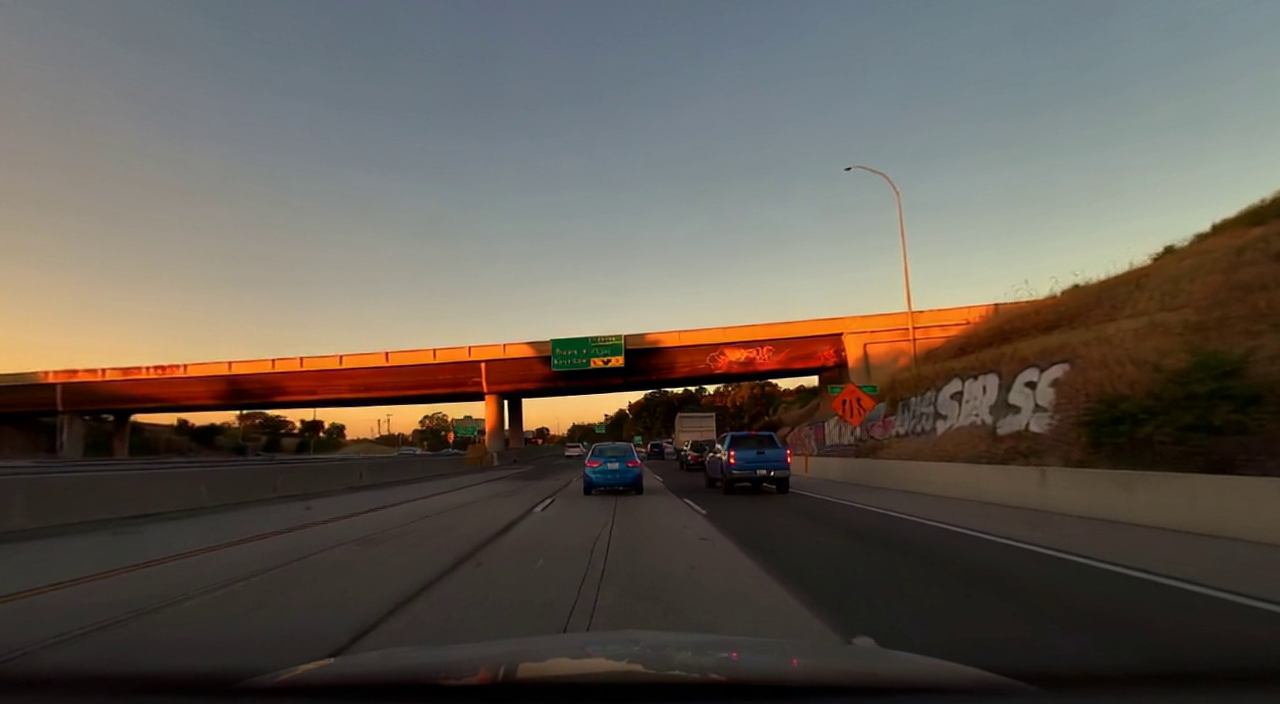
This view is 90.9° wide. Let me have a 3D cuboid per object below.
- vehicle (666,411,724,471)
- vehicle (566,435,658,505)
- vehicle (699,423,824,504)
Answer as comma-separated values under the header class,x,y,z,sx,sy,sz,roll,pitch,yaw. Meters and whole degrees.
class,x,y,z,sx,sy,sz,roll,pitch,yaw
vehicle,3.320,5.681,40.119,2.873,3.408,7.323,0,-8,-1
vehicle,-0.701,3.120,17.104,2.193,1.651,3.946,0,-8,-1
vehicle,3.196,3.117,18.152,2.311,1.922,5.977,0,-8,-1
